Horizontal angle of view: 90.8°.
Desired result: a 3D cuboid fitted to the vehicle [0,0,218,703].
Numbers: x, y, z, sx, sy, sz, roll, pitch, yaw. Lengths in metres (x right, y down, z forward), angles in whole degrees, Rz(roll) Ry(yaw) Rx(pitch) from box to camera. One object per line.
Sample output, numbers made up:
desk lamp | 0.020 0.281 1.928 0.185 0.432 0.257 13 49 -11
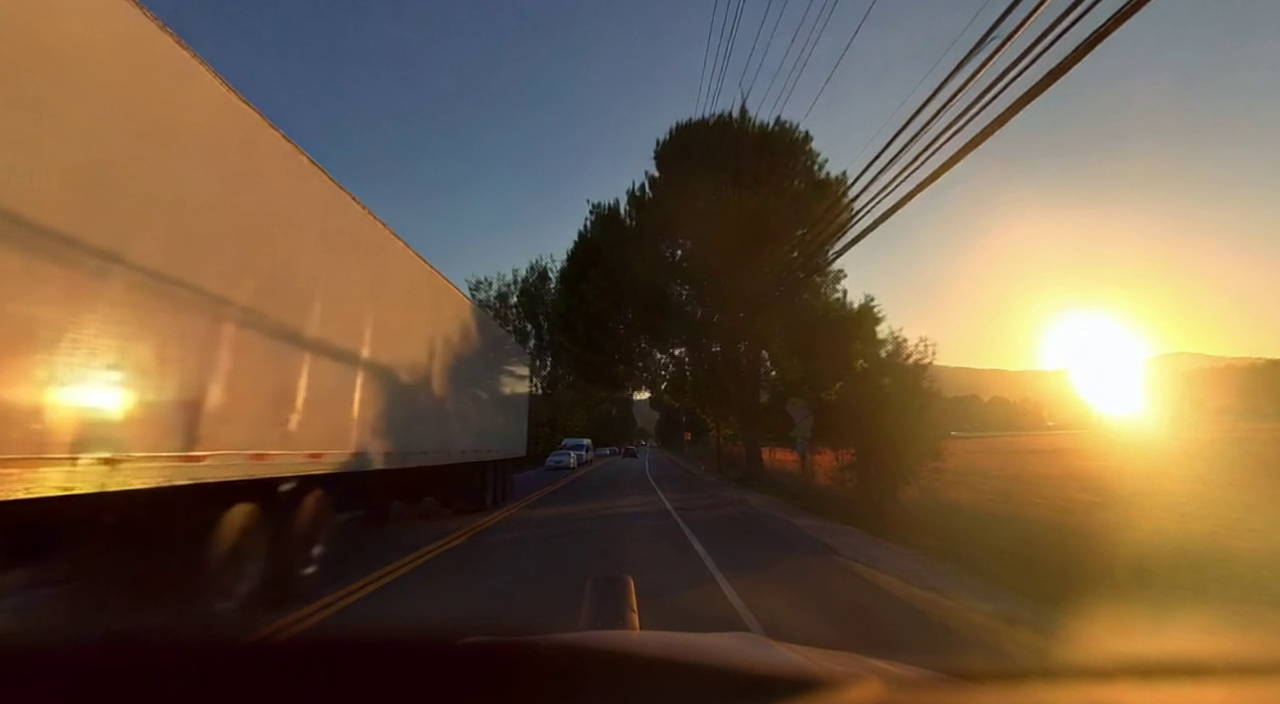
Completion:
vehicle | -4.819 -0.402 1.471 3.544 4.103 5.897 -2 -9 -2

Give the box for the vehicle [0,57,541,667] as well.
vehicle | -5.018 1.123 12.902 3.452 4.409 16.846 -2 -8 -1

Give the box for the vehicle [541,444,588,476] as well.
vehicle | -4.616 6.631 39.204 2.268 1.661 4.642 -3 -8 0
